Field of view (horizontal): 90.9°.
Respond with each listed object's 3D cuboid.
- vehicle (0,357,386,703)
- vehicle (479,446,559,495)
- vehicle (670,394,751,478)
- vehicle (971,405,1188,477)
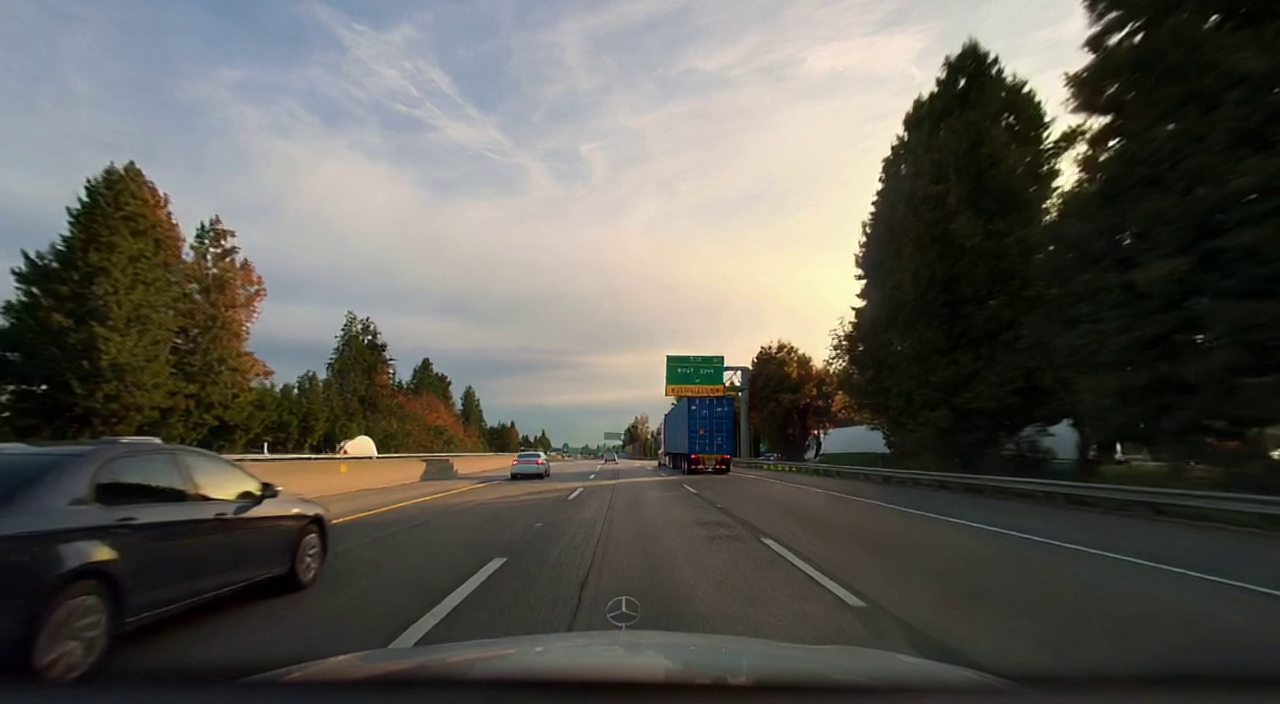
[{"bbox_3d":[-3.723,1.044,3.668,2.370,1.647,5.091,0,-9,0],"label":"vehicle"},{"bbox_3d":[-4.099,4.058,21.967,2.063,1.532,3.763,0,-9,-1],"label":"vehicle"},{"bbox_3d":[3.716,5.074,36.959,2.821,4.046,12.876,0,-9,-2],"label":"vehicle"},{"bbox_3d":[28.552,6.136,42.611,2.986,4.013,13.935,1,-9,-9],"label":"vehicle"}]
